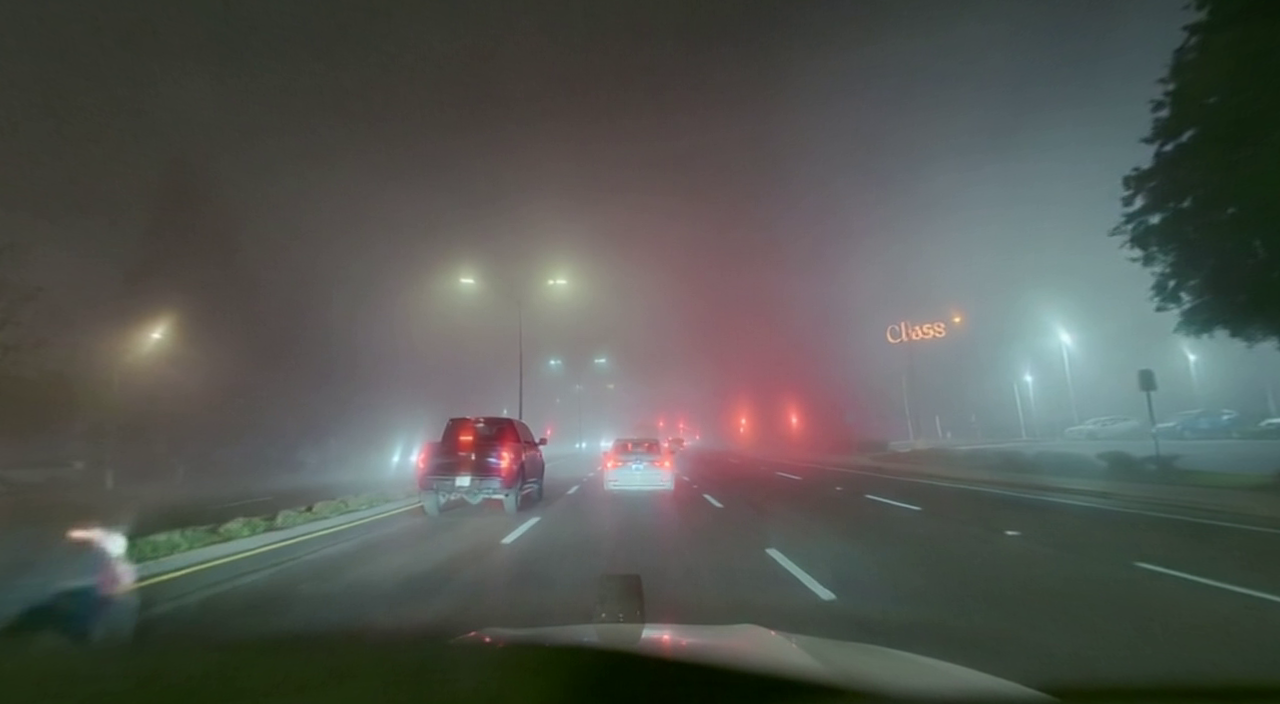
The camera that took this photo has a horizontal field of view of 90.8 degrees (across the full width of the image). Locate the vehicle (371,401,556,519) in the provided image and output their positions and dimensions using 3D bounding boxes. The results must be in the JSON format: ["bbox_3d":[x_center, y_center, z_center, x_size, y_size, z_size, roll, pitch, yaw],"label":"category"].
[{"bbox_3d":[-3.366,2.241,13.571,2.301,1.985,5.531,0,-8,1],"label":"vehicle"}]

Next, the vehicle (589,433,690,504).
[{"bbox_3d":[-0.072,2.758,15.374,2.126,1.475,3.967,0,-8,-2],"label":"vehicle"}]

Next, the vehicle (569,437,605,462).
[{"bbox_3d":[-3.601,6.747,43.799,2.147,1.590,4.209,0,-8,0],"label":"vehicle"}]

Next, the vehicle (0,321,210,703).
[{"bbox_3d":[-3.329,0.618,1.223,2.046,1.751,4.208,0,-8,-1],"label":"vehicle"}]
